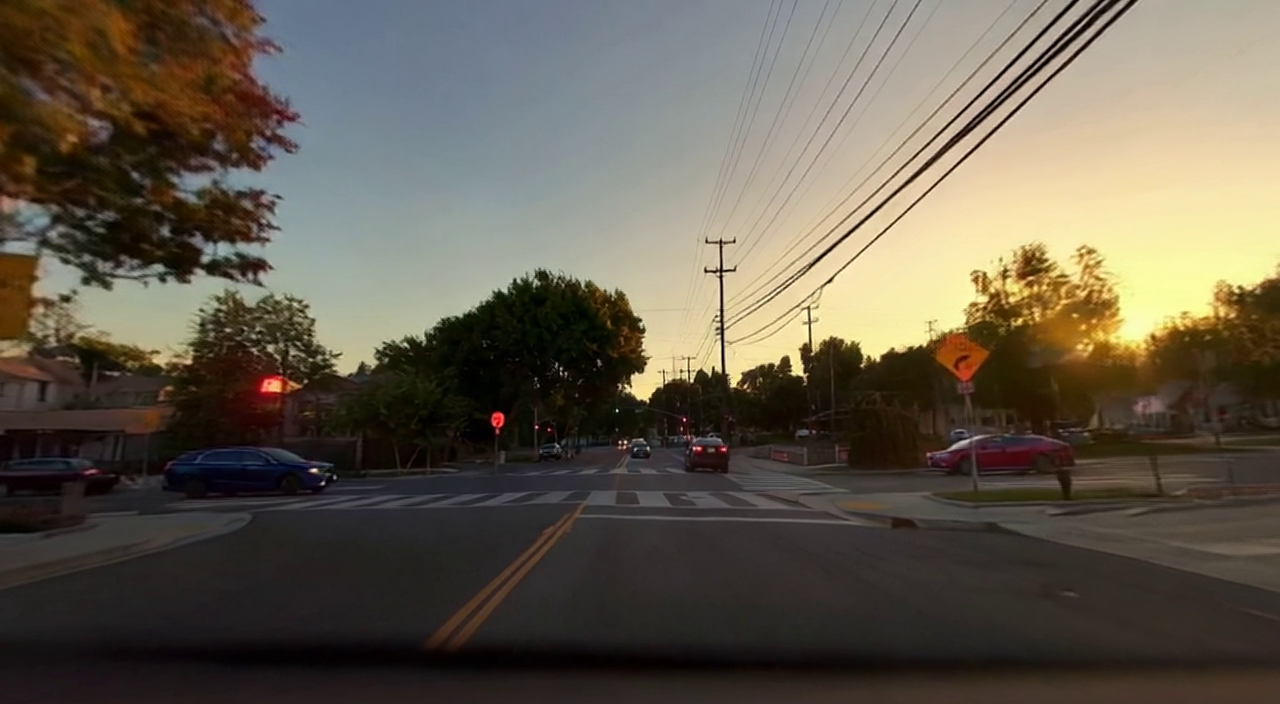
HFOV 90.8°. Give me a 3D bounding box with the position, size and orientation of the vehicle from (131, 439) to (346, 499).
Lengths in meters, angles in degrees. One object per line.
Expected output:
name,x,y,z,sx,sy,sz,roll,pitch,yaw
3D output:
vehicle,-13.826,4.052,22.147,5.866,1.904,2.197,1,-9,-6

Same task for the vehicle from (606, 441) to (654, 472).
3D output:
vehicle,-0.569,5.200,31.575,1.874,1.427,3.976,1,-9,-8

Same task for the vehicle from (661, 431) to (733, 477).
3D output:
vehicle,2.455,4.643,28.993,2.553,1.868,5.536,0,-9,-2

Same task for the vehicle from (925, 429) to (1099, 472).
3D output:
vehicle,13.037,3.485,22.396,4.872,1.400,1.955,-1,-9,3

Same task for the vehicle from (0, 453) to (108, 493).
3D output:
vehicle,-29.241,5.924,31.225,2.085,1.763,4.658,1,-9,-6
